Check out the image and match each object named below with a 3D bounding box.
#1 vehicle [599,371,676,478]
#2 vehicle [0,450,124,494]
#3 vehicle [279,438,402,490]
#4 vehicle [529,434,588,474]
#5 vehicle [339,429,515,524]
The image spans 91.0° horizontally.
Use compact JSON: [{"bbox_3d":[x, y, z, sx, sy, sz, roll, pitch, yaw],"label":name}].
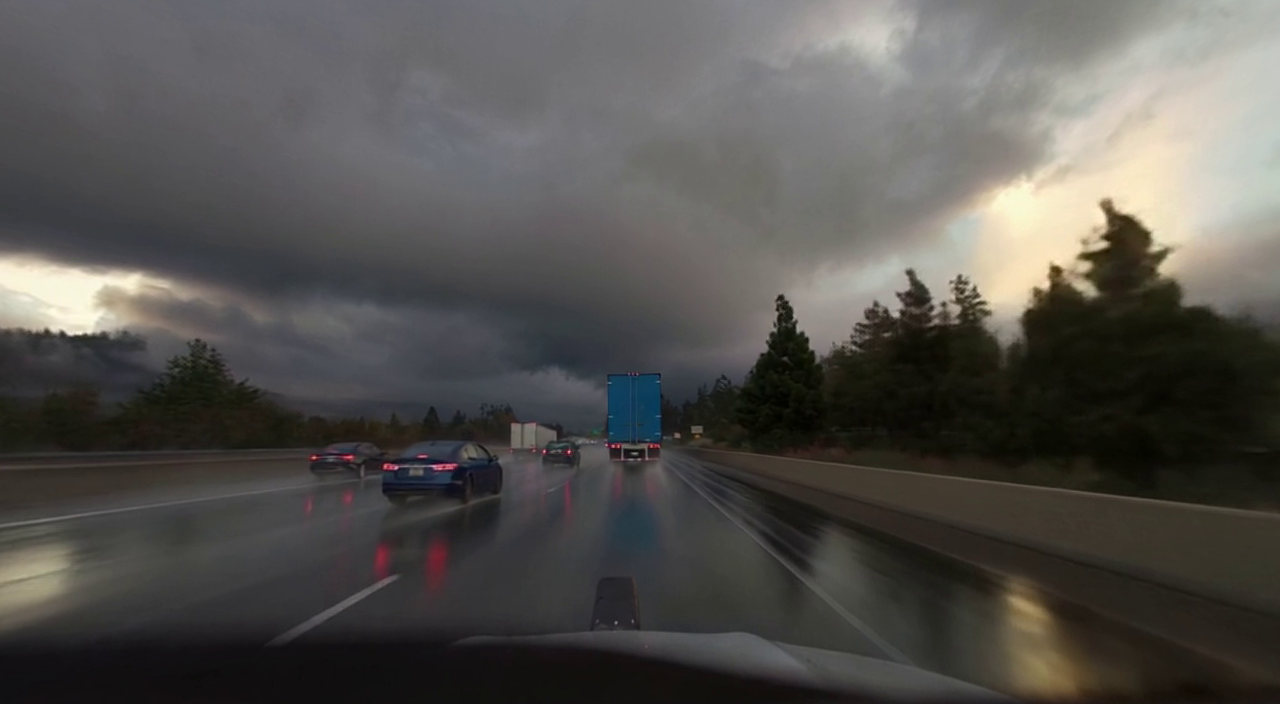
[{"bbox_3d":[-0.246,3.545,29.604,2.913,4.113,10.724,0,-8,-2],"label":"vehicle"},{"bbox_3d":[-21.299,4.356,23.209,1.589,1.417,3.438,0,-8,-1],"label":"vehicle"},{"bbox_3d":[-9.518,3.572,20.441,1.863,1.474,4.278,0,-8,0],"label":"vehicle"},{"bbox_3d":[-3.682,4.686,29.119,2.158,1.680,4.087,0,-8,1],"label":"vehicle"},{"bbox_3d":[-4.019,2.400,12.732,2.164,1.582,3.979,0,-8,0],"label":"vehicle"}]
